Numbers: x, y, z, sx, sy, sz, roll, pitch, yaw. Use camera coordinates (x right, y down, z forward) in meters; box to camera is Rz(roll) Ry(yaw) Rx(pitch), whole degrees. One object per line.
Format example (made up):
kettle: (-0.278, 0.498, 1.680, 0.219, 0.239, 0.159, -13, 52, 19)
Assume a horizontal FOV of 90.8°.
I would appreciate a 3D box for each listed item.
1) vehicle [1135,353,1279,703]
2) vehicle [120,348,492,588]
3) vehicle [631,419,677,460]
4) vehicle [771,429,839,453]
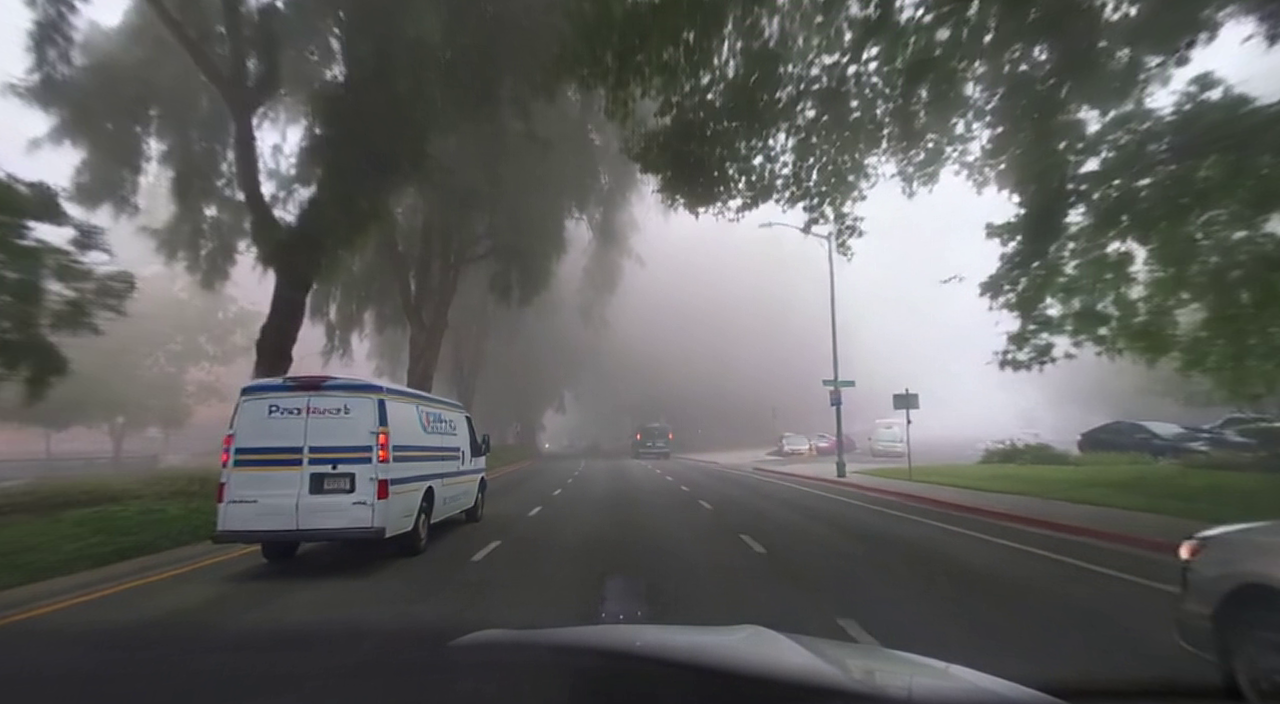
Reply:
vehicle: (3.785, 0.598, 1.068, 2.087, 1.658, 4.612, 0, -8, -1)
vehicle: (-3.630, 1.396, 8.215, 2.420, 2.227, 4.499, 0, -8, -2)
vehicle: (0.823, 5.887, 42.328, 2.397, 2.566, 5.324, 1, -9, -6)
vehicle: (11.671, 6.328, 44.842, 4.117, 1.627, 2.086, 1, -9, -6)
